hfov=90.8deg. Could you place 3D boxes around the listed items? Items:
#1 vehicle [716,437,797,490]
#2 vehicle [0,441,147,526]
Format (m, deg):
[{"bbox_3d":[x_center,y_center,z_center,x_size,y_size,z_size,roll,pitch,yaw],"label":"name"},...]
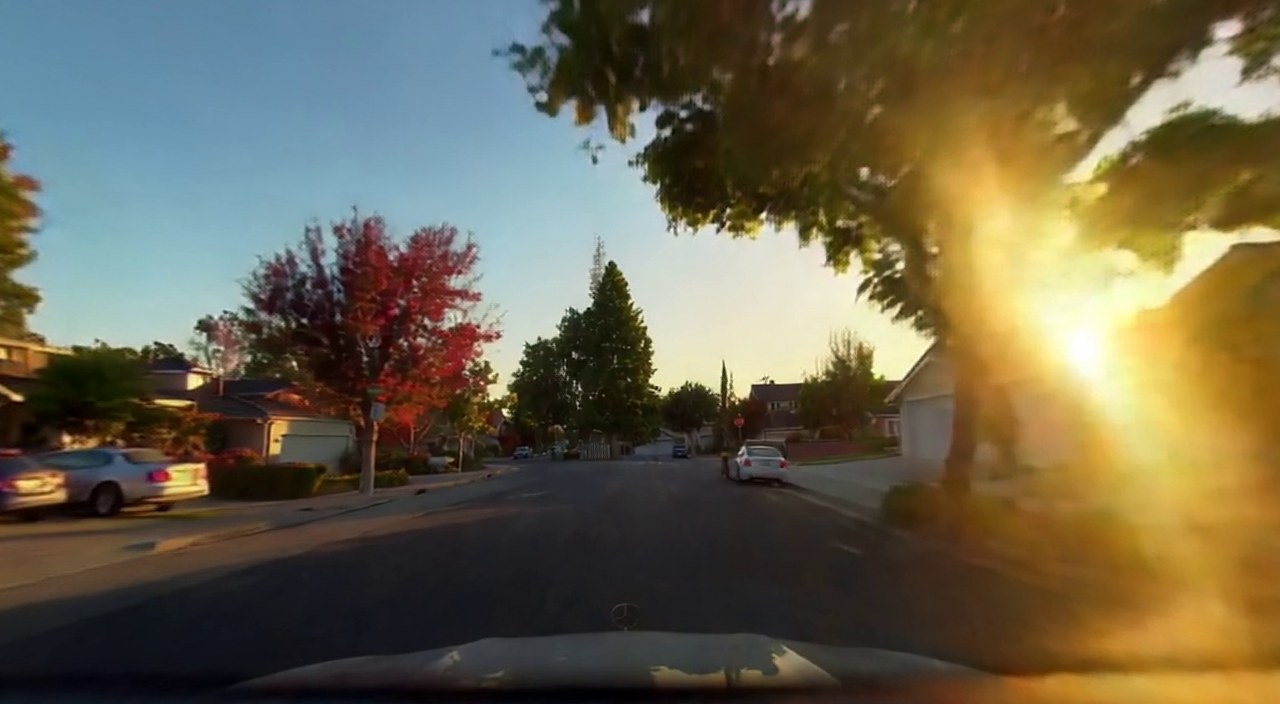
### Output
[{"bbox_3d":[3.656,3.572,20.583,1.975,1.528,4.000,0,-9,2],"label":"vehicle"},{"bbox_3d":[-12.909,2.526,12.443,4.572,1.522,1.999,1,-9,-4],"label":"vehicle"}]
